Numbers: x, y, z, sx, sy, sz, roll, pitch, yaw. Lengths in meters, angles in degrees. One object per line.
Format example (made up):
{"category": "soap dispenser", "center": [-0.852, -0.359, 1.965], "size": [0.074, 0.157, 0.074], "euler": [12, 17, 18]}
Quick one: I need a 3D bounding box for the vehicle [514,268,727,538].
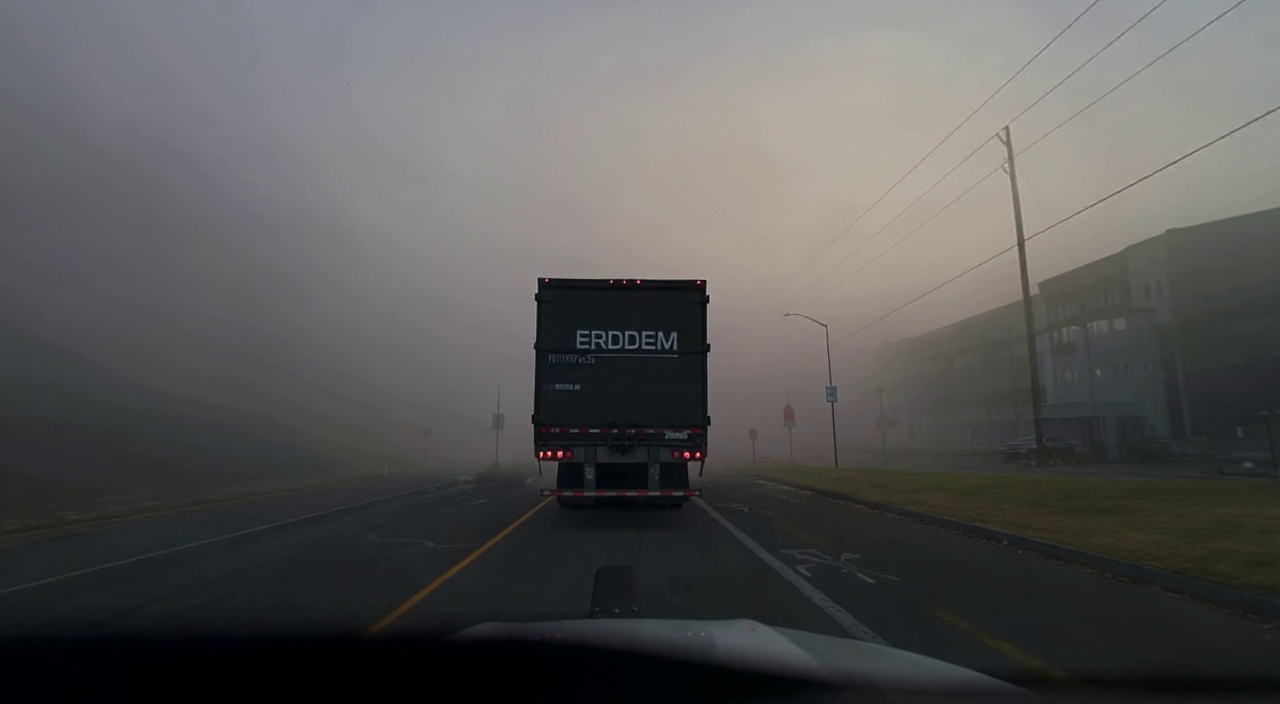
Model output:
{"category": "vehicle", "center": [-0.215, 1.281, 13.373], "size": [2.876, 3.724, 9.351], "euler": [0, -8, 1]}

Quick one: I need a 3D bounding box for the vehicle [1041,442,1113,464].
{"category": "vehicle", "center": [31.353, 7.222, 45.174], "size": [1.652, 1.423, 3.797], "euler": [5, -9, -36]}
